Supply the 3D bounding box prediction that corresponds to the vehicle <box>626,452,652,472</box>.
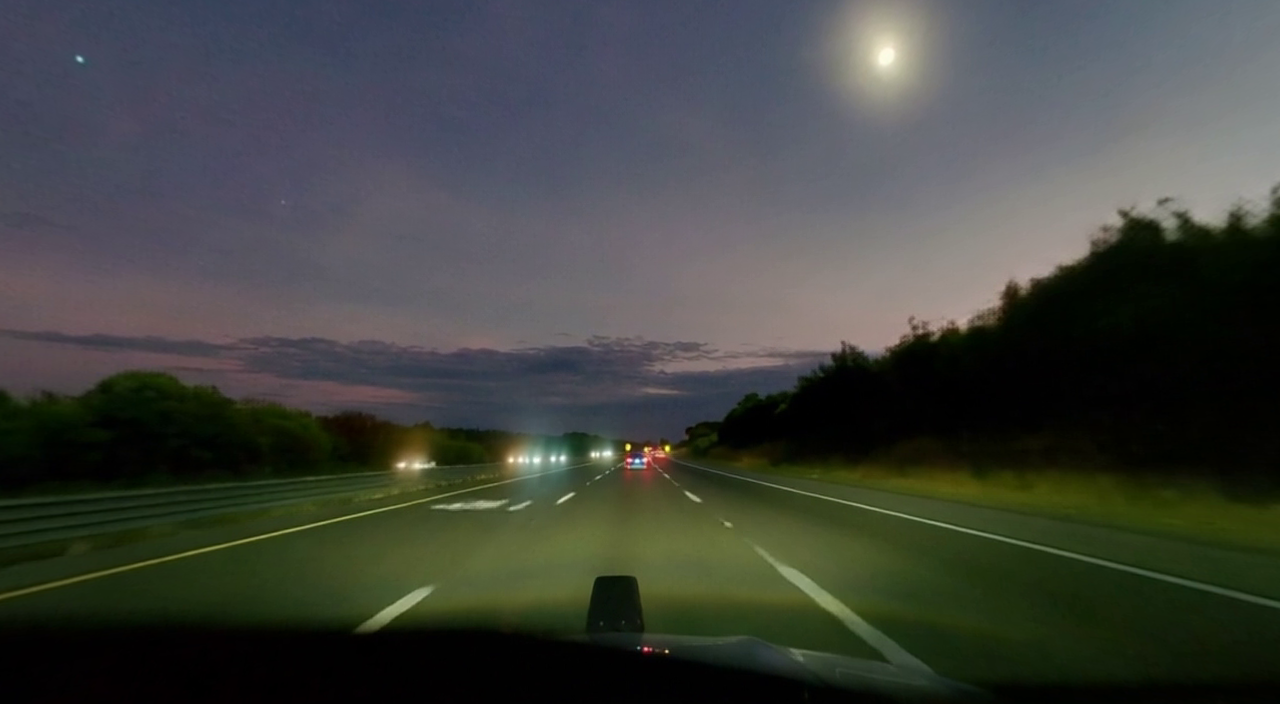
[{"bbox_3d":[-0.099,8.506,48.945,1.964,1.483,4.016,0,-9,-1],"label":"vehicle"}]
